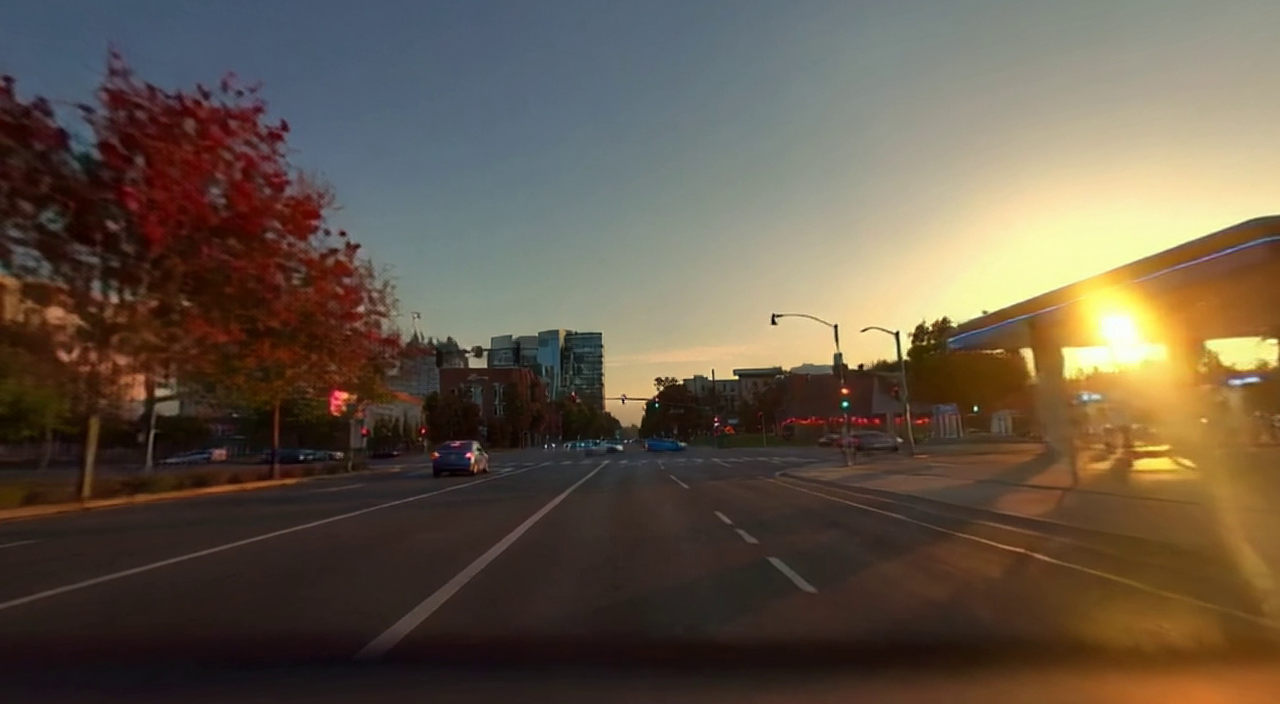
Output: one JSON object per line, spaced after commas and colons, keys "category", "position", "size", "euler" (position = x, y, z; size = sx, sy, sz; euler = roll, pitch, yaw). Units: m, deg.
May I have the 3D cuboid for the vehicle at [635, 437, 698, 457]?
{"category": "vehicle", "position": [2.104, 7.470, 49.575], "size": [4.885, 1.503, 1.845], "euler": [-1, -8, 3]}

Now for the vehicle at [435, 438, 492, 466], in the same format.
{"category": "vehicle", "position": [-10.166, 5.786, 36.606], "size": [1.899, 1.460, 4.880], "euler": [0, -8, 0]}
